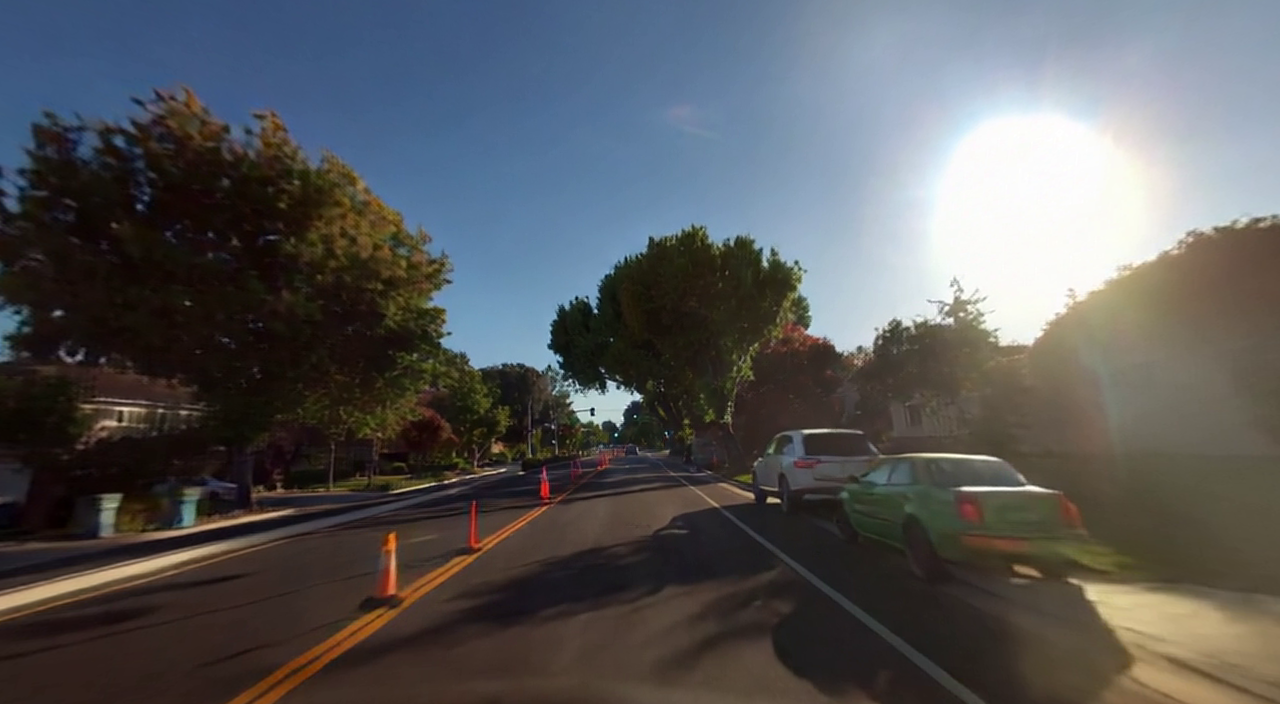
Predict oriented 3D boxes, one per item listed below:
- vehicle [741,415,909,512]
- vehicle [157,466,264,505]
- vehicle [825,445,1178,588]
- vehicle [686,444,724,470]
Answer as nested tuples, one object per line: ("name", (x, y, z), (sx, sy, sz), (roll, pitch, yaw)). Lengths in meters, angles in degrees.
("vehicle", (4.116, 2.600, 15.169), (2.255, 1.914, 4.967), (0, -9, -3))
("vehicle", (-20.229, 6.270, 30.078), (2.015, 1.444, 4.958), (-1, -9, -5))
("vehicle", (4.146, 1.922, 8.391), (1.928, 1.333, 4.586), (0, -9, -1))
("vehicle", (3.909, 6.396, 38.600), (1.870, 1.441, 4.539), (-1, -9, 1))
